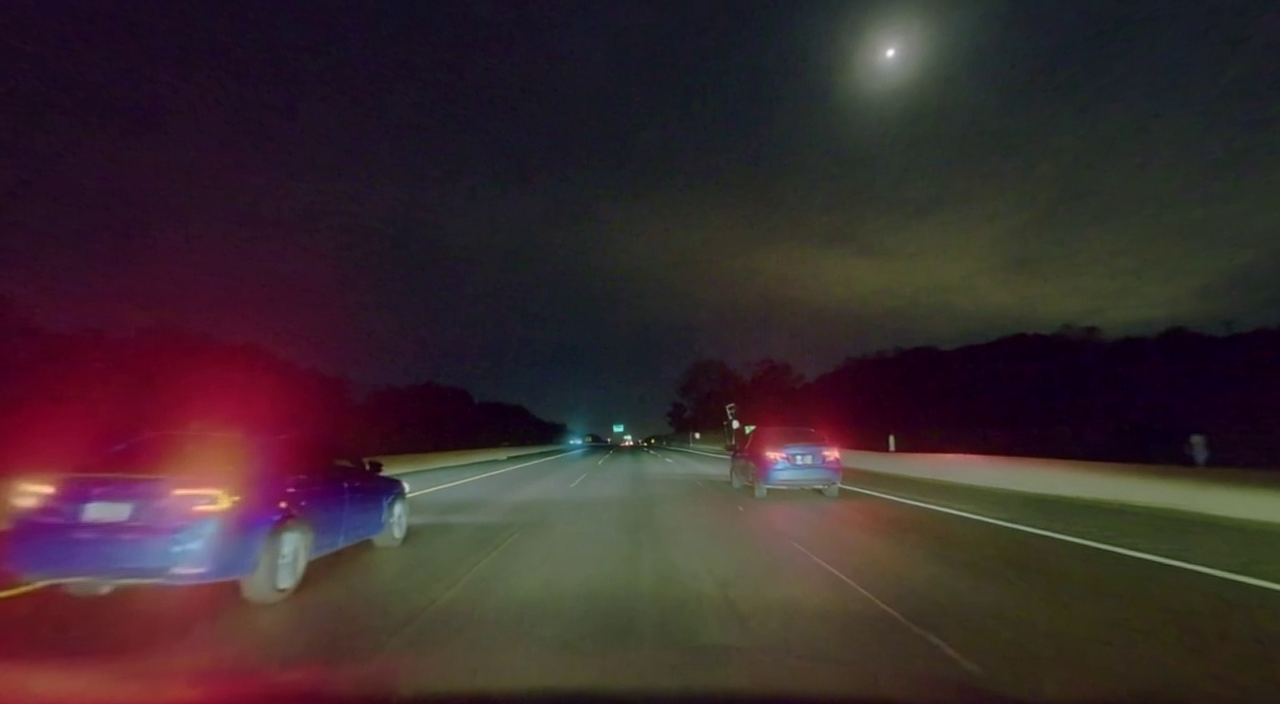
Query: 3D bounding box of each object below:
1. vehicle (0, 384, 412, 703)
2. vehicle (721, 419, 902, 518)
[{"bbox_3d":[-3.700,1.256,4.962,2.206,1.604,4.374,0,-8,-1],"label":"vehicle"},{"bbox_3d":[3.176,2.274,12.801,2.349,1.651,4.161,0,-8,-2],"label":"vehicle"}]
